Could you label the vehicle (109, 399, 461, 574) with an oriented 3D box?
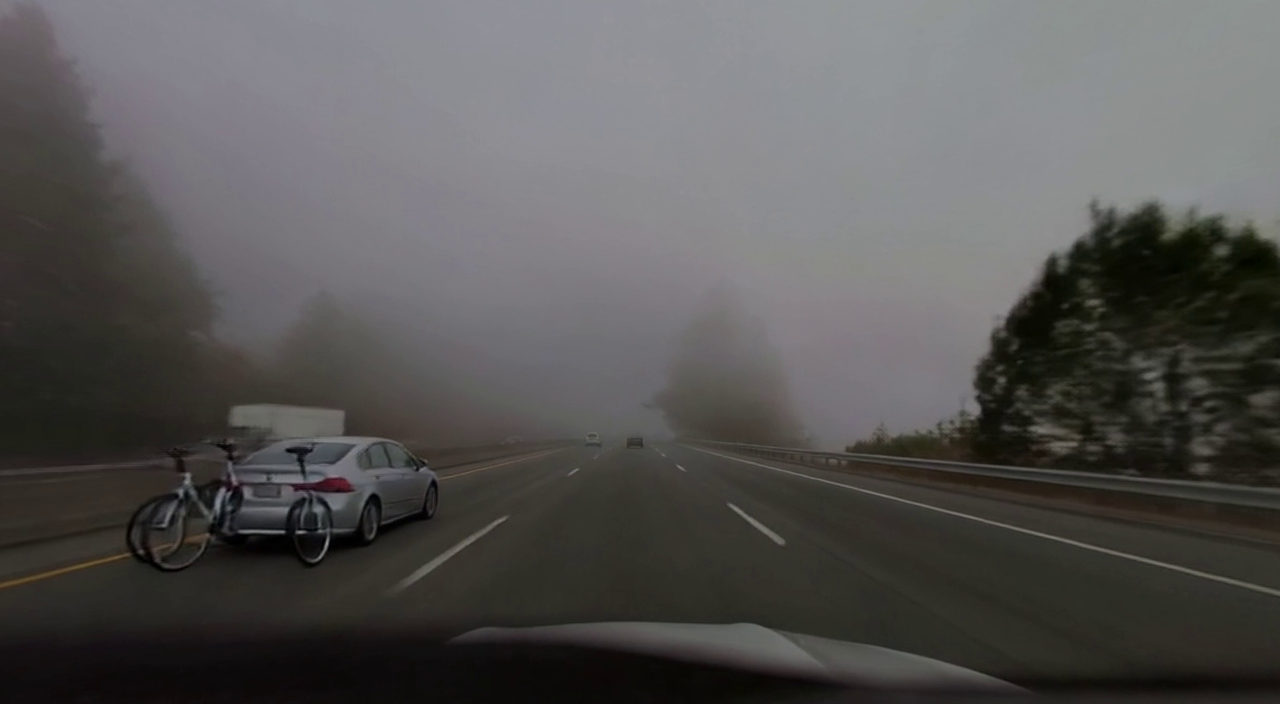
[{"bbox_3d":[-4.001,1.572,8.239,2.064,1.647,4.381,0,-8,0],"label":"vehicle"}]
